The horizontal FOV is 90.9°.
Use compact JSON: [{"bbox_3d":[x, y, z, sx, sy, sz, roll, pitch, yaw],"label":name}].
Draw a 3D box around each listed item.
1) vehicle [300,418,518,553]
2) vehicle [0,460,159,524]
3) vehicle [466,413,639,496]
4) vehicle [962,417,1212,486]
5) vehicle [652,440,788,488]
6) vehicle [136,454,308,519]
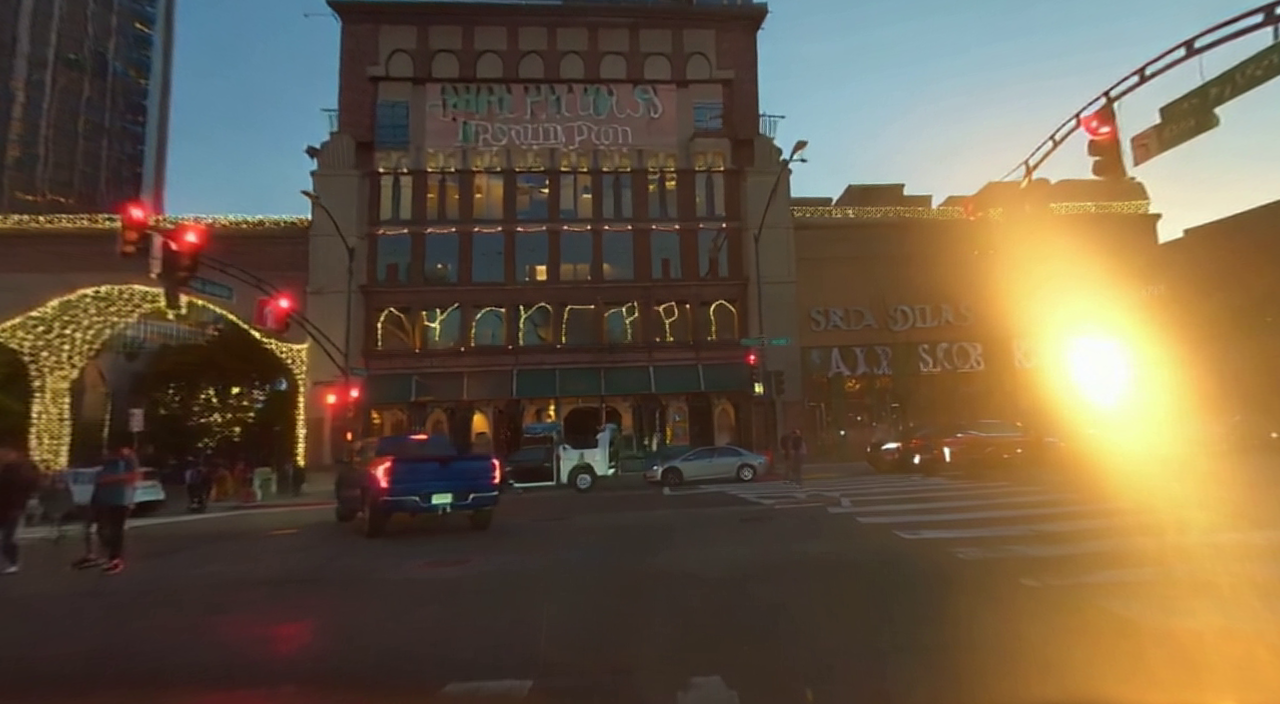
[{"bbox_3d":[-4.808,2.464,12.493,2.477,2.020,5.534,6,-11,-36],"label":"vehicle"},{"bbox_3d":[-20.269,4.935,22.473,4.398,2.057,1.959,0,-9,-4],"label":"vehicle"},{"bbox_3d":[-3.138,3.874,23.952,6.182,2.913,2.526,0,-9,-1],"label":"vehicle"},{"bbox_3d":[10.478,2.352,15.022,4.600,1.506,1.878,0,-9,-4],"label":"vehicle"},{"bbox_3d":[2.717,3.951,22.313,4.515,1.583,1.920,0,-9,0],"label":"vehicle"},{"bbox_3d":[-14.935,4.811,22.756,4.799,1.909,2.011,-3,-7,-1],"label":"vehicle"}]
